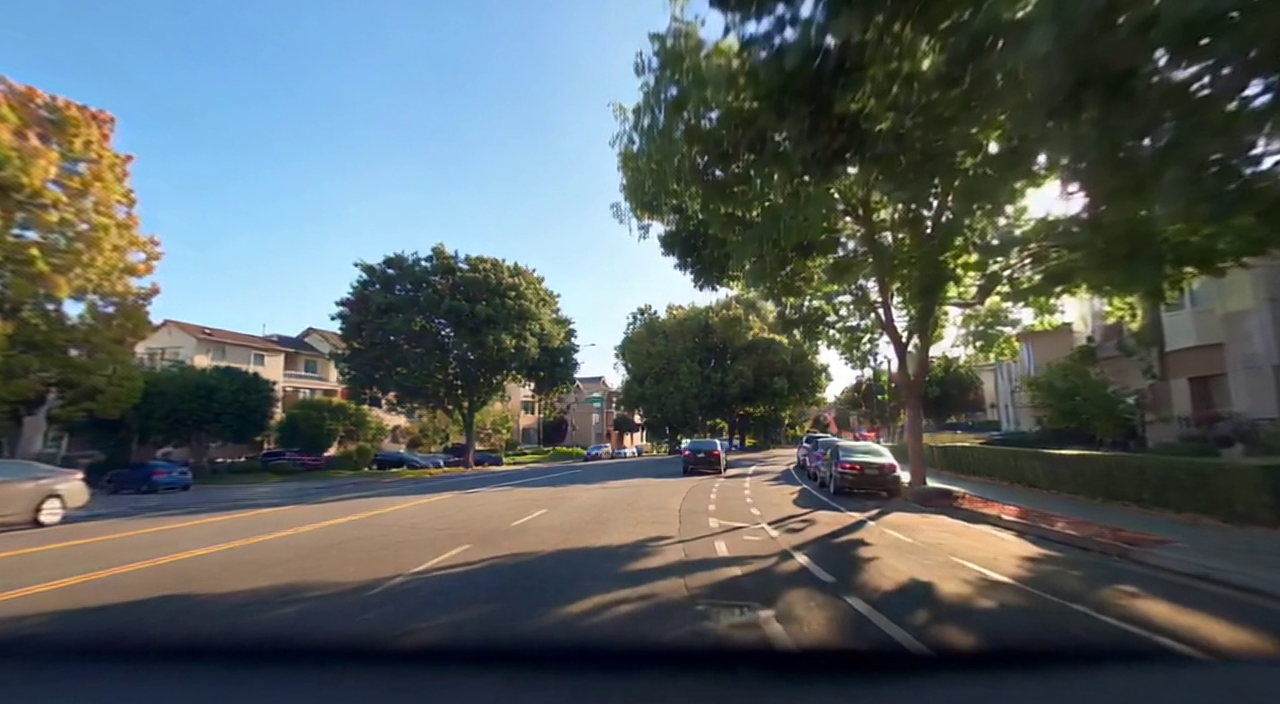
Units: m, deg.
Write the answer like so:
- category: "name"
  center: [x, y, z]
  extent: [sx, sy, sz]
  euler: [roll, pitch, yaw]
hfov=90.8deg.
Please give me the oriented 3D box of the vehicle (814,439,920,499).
- category: "vehicle"
  center: [6.218, 3.214, 17.890]
  extent: [1.940, 1.456, 4.502]
  euler: [-1, -9, 8]

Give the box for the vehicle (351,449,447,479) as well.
- category: "vehicle"
  center: [-16.778, 7.808, 44.100]
  extent: [5.953, 1.868, 2.049]
  euler: [0, -11, 10]

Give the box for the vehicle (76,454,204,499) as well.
- category: "vehicle"
  center: [-23.179, 5.724, 29.349]
  extent: [4.524, 1.870, 2.180]
  euler: [-2, -9, 14]

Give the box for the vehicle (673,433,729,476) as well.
- category: "vehicle"
  center: [2.682, 4.323, 26.850]
  extent: [1.852, 1.680, 4.488]
  euler: [-2, -9, 12]
